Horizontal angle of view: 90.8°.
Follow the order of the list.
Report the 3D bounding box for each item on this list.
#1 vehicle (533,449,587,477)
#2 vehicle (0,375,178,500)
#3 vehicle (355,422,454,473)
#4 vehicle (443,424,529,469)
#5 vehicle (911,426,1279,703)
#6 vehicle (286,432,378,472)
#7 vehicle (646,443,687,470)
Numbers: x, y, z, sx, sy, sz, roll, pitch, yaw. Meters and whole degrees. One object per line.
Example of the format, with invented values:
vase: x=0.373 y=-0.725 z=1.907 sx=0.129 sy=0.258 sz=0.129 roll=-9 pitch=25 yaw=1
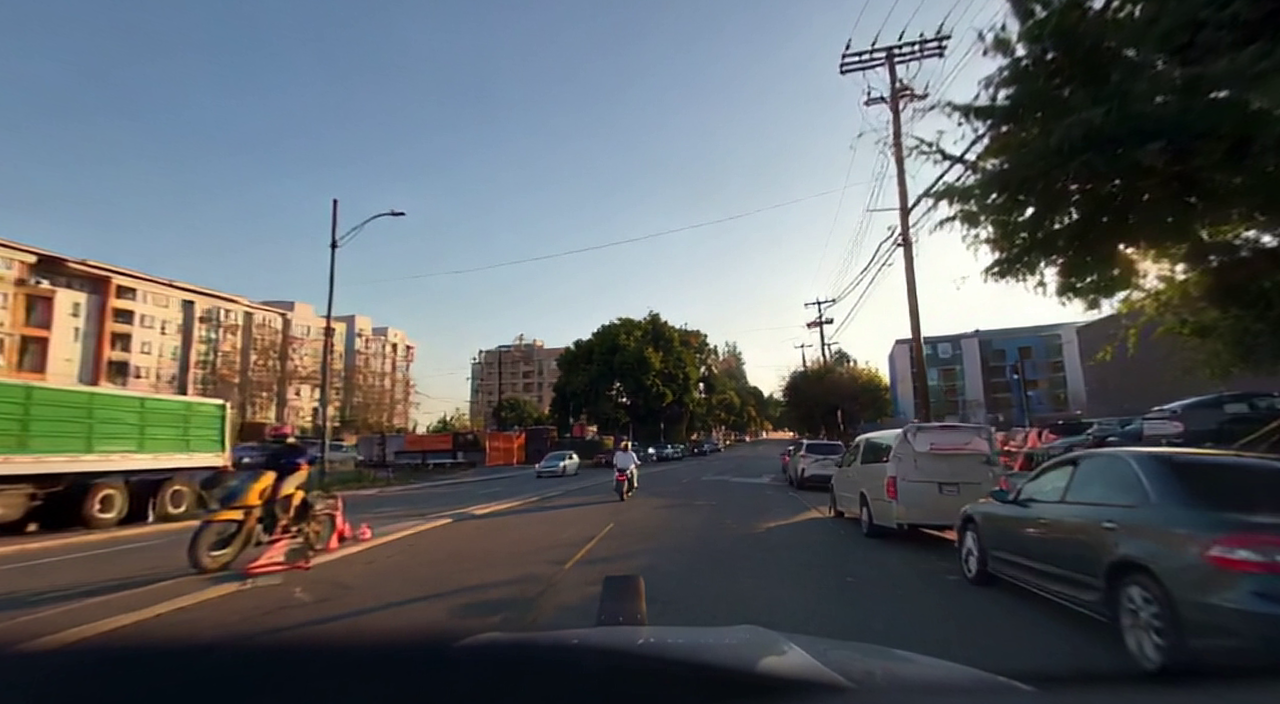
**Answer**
vehicle: x=-4.949 y=6.917 z=39.644 sx=1.905 sy=1.536 sz=4.714 roll=-2 pitch=-9 yaw=12
vehicle: x=-19.918 y=2.062 z=15.207 sx=3.442 sy=3.445 sz=16.952 roll=-2 pitch=-8 yaw=6
vehicle: x=-17.586 y=7.220 z=48.126 sx=3.283 sy=3.441 sz=8.669 roll=-3 pitch=-8 yaw=8
vehicle: x=-11.636 y=7.309 z=48.897 sx=2.990 sy=3.144 sz=9.080 roll=-2 pitch=-9 yaw=10
vehicle: x=3.976 y=1.396 z=5.078 sx=1.826 sy=1.469 sz=4.608 roll=-1 pitch=-8 yaw=4
vehicle: x=-23.722 y=7.717 z=49.076 sx=2.933 sy=2.907 sz=6.416 roll=-3 pitch=-8 yaw=13
vehicle: x=1.760 y=6.683 z=40.601 sx=1.925 sy=1.602 sz=4.090 roll=-2 pitch=-9 yaw=12
